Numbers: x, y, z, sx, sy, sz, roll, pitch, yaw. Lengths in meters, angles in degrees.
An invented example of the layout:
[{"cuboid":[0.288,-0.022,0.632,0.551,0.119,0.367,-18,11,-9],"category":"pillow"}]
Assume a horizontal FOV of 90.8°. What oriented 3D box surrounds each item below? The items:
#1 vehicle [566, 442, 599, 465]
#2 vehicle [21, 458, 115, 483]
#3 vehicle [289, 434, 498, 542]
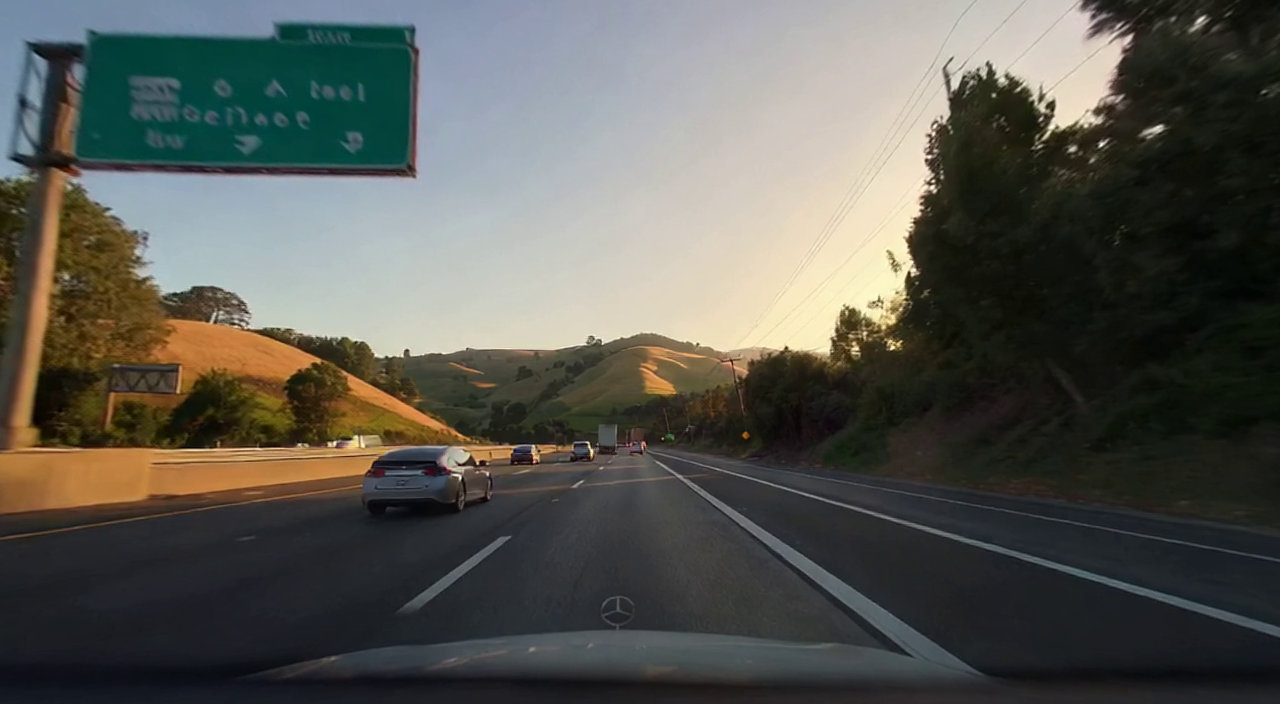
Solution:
[{"cuboid":[-4.060,7.245,45.111,2.038,1.533,4.103,0,-9,-1],"category":"vehicle"},{"cuboid":[-38.674,8.002,42.911,1.941,1.510,4.790,0,-9,-1],"category":"vehicle"},{"cuboid":[-4.051,2.295,11.368,1.963,1.533,4.477,0,-9,0],"category":"vehicle"}]
